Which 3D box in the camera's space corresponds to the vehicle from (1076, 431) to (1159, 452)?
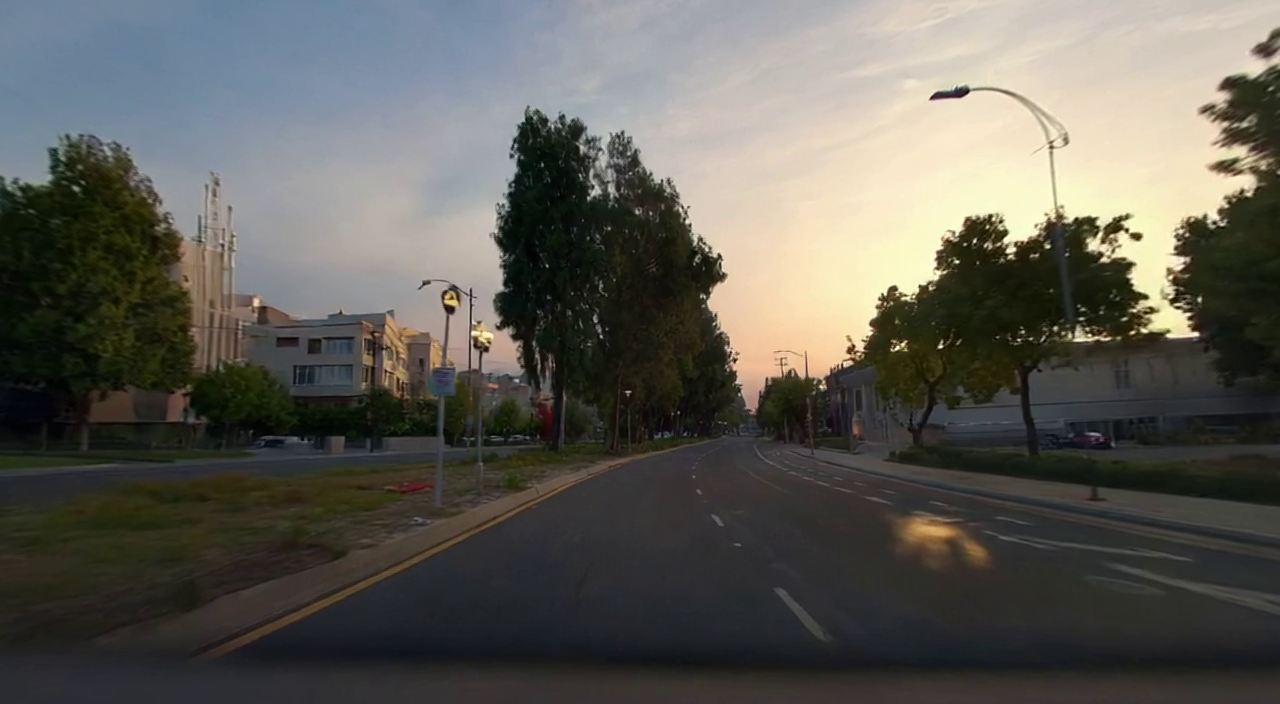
[{"bbox_3d":[33.939,6.392,44.994,4.329,1.466,1.846,0,-9,0],"label":"vehicle"}]
